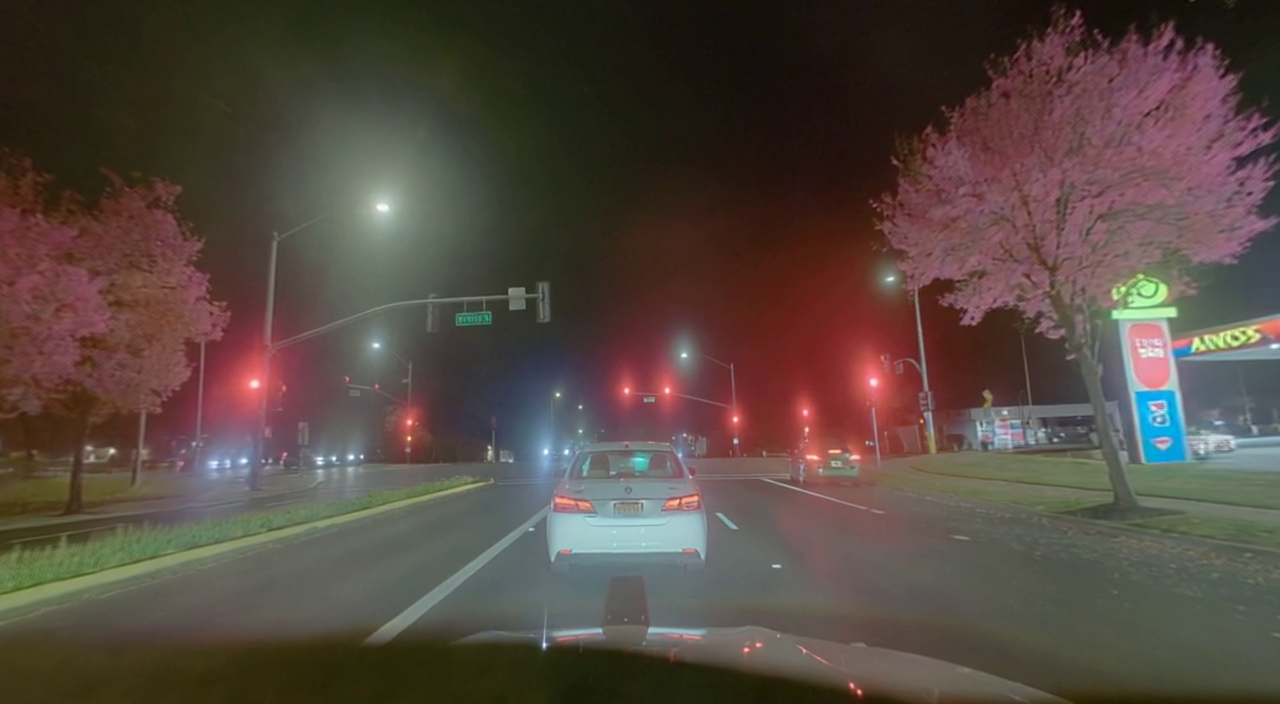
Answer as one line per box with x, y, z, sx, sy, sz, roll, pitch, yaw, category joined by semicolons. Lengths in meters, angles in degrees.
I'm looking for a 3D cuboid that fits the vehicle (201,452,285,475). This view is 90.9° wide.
-26.490;7.413;42.079;4.609;1.465;1.944;-2;-9;11;vehicle

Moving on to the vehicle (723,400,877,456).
11.967;5.943;48.174;10.890;3.868;3.021;-6;-10;33;vehicle

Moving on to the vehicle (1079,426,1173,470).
18.550;3.626;23.988;4.300;1.495;2.053;8;-12;-43;vehicle

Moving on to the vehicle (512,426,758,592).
-0.073;1.722;7.791;2.213;1.482;4.057;0;-8;-1;vehicle

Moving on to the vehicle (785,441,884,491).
6.434;3.807;21.433;1.942;1.511;4.390;0;-8;0;vehicle

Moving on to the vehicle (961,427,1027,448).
27.440;6.679;48.931;3.968;1.572;1.740;0;-9;3;vehicle

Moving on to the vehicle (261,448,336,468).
-26.777;8.303;49.458;4.806;1.472;1.886;-1;-8;5;vehicle
